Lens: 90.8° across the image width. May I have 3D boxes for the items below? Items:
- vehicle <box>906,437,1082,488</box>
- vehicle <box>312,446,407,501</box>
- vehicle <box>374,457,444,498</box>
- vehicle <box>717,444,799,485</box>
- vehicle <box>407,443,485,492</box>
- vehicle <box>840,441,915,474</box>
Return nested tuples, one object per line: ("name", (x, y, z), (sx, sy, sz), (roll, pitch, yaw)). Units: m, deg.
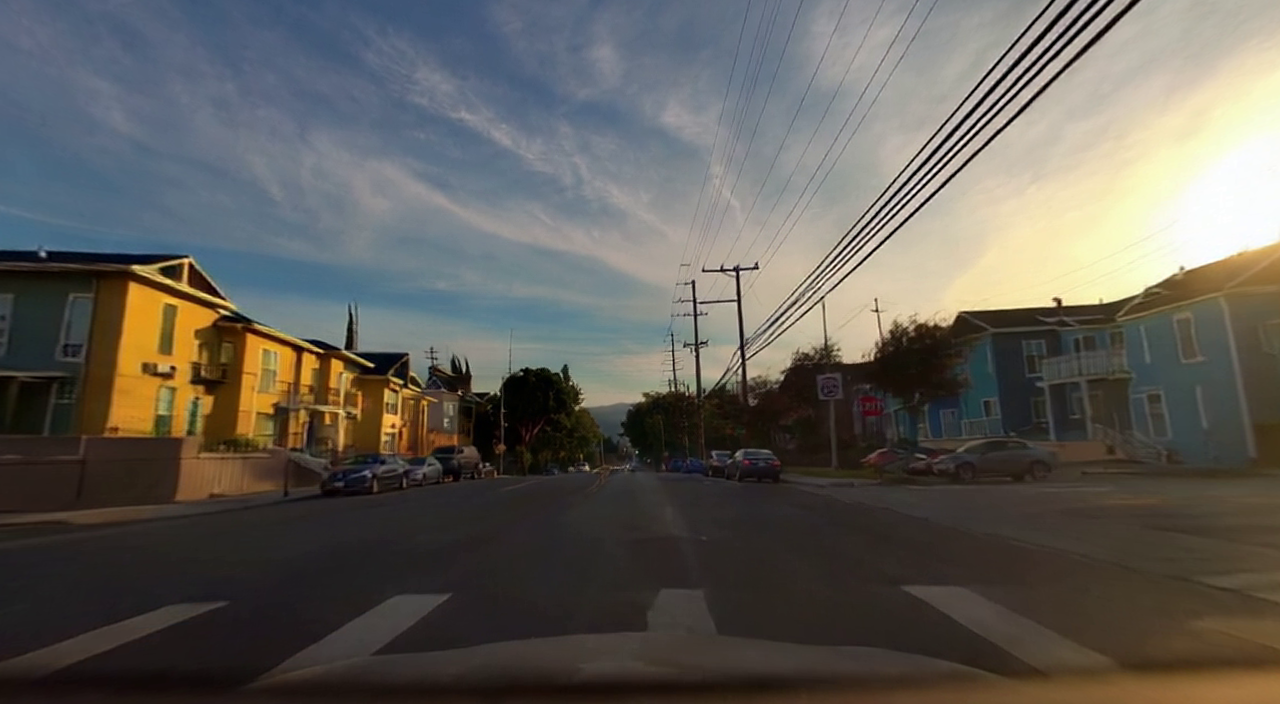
("vehicle", (10.681, 3.311, 19.241), (4.336, 1.424, 1.954), (1, -9, -11))
("vehicle", (-10.398, 4.582, 23.754), (1.900, 1.683, 4.486), (-4, -11, -6))
("vehicle", (-10.668, 5.805, 29.523), (1.826, 1.455, 4.475), (-6, -8, -5))
("vehicle", (4.686, 4.541, 25.948), (2.059, 1.502, 4.824), (1, -9, -5))
("vehicle", (-10.746, 6.439, 35.667), (2.687, 2.491, 5.936), (0, -8, -2))
("vehicle", (12.744, 5.655, 33.869), (3.545, 1.448, 2.041), (-5, -4, 24))
